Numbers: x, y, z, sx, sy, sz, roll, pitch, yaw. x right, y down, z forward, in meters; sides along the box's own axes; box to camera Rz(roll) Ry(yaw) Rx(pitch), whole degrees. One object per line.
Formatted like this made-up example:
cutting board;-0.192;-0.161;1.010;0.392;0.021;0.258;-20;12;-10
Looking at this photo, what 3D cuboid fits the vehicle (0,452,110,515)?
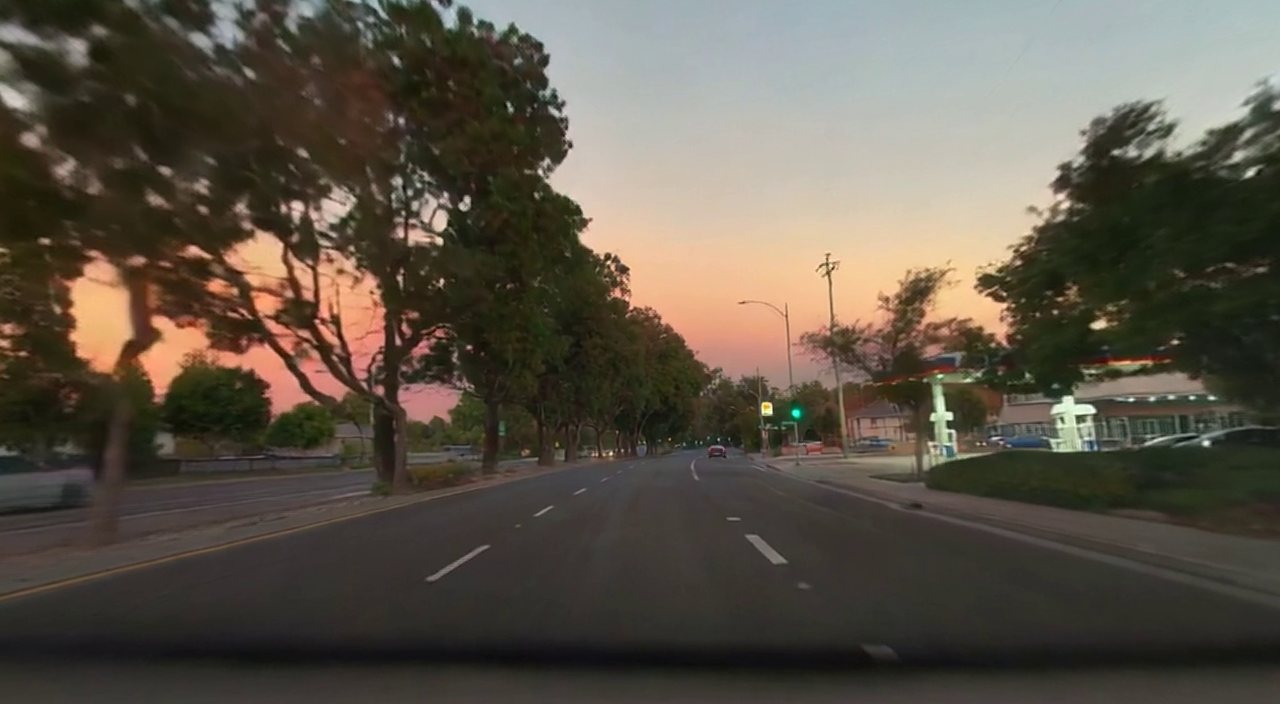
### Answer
vehicle;-18.469;3.795;18.477;1.970;1.696;4.410;-1;-9;2
